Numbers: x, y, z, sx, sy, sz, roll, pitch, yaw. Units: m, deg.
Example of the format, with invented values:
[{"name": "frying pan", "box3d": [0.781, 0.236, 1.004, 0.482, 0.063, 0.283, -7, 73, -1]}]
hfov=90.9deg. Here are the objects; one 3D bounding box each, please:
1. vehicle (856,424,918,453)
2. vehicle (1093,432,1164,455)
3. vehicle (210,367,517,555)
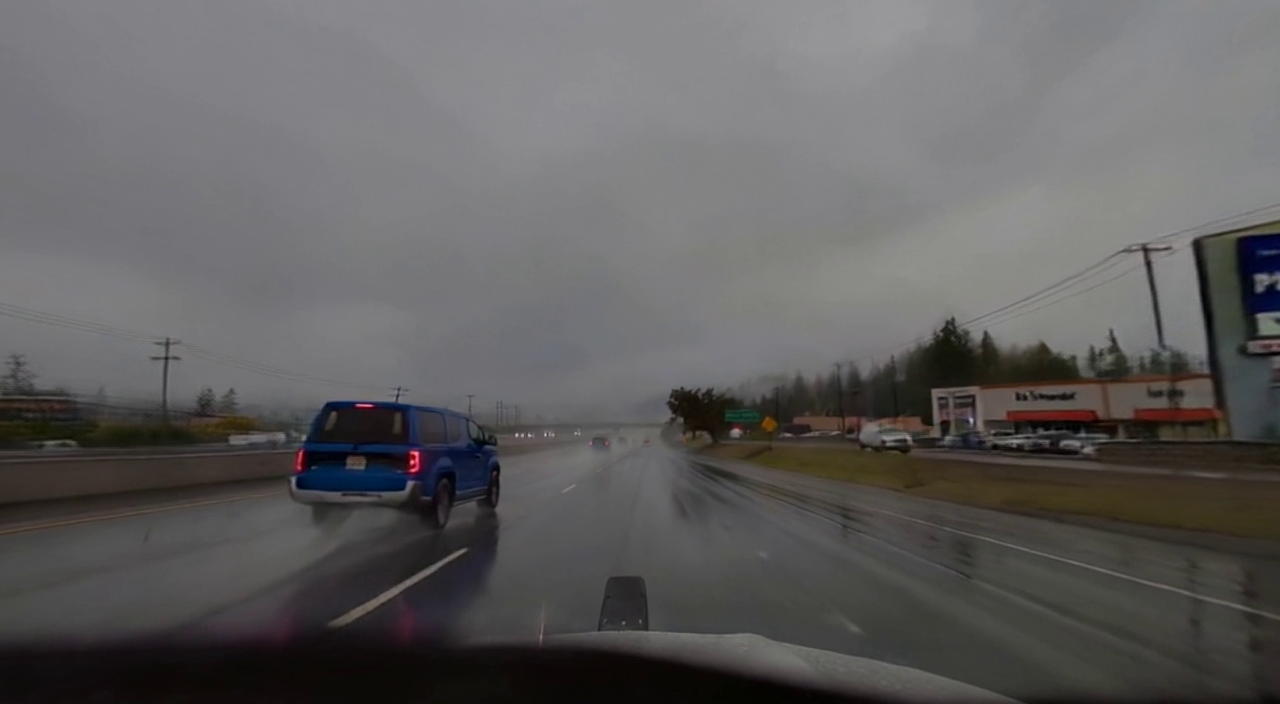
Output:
[{"name": "vehicle", "box3d": [16.669, 5.907, 42.862, 2.044, 1.792, 5.081, 0, -8, -1]}, {"name": "vehicle", "box3d": [38.253, 7.174, 49.426, 4.338, 1.705, 1.983, 2, -9, -13]}, {"name": "vehicle", "box3d": [-3.826, 1.702, 10.401, 2.352, 2.209, 5.802, 0, -8, 1]}]
